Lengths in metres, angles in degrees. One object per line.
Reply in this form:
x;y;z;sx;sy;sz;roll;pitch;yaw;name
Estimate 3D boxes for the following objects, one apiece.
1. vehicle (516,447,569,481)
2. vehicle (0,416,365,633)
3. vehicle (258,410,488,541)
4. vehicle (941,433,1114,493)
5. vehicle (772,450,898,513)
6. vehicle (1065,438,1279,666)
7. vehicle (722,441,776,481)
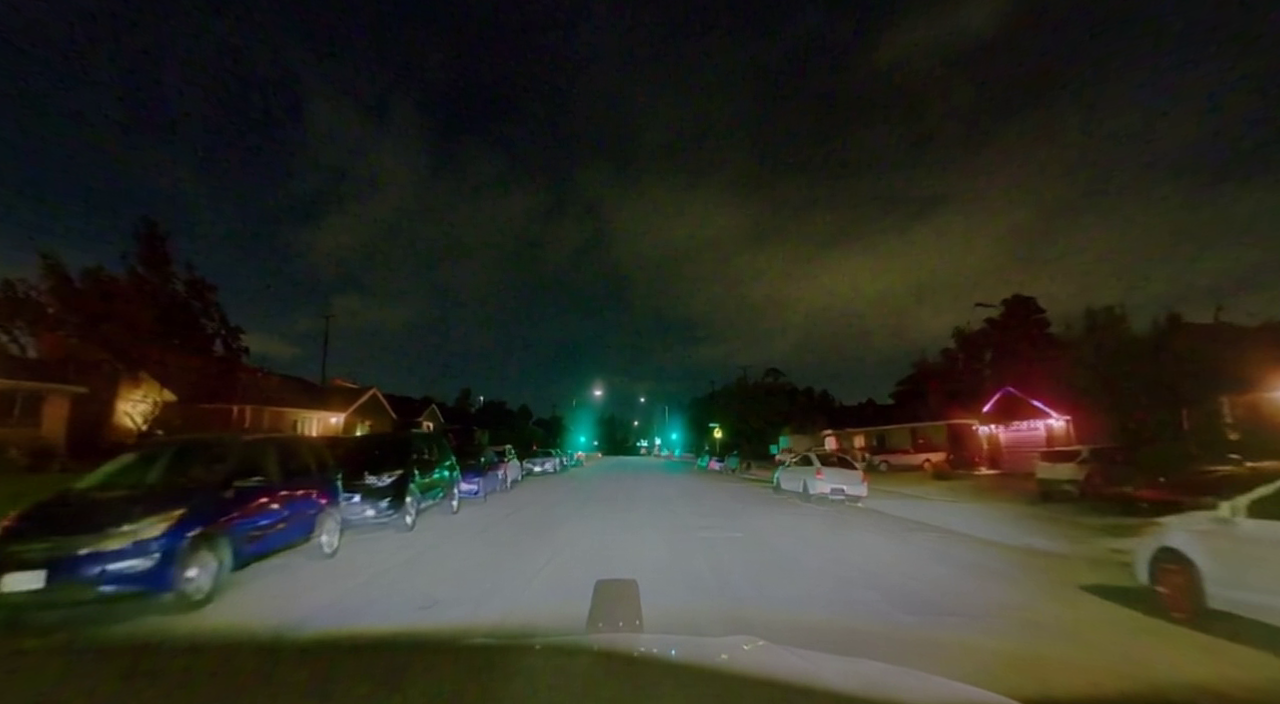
-4.676;5.406;30.812;1.973;1.454;4.559;1;-8;-2;vehicle
-4.716;1.600;6.659;1.983;1.579;3.879;1;-10;-2;vehicle
-4.721;2.330;12.468;2.180;1.936;5.721;0;-9;-2;vehicle
12.523;3.588;20.577;4.485;1.723;2.028;-6;-12;35;vehicle
5.024;3.362;16.945;1.847;1.448;4.162;1;-9;-3;vehicle
5.307;1.307;4.001;2.007;1.512;4.524;0;-9;-1;vehicle
5.318;5.390;31.481;1.959;1.828;4.175;0;-9;0;vehicle
